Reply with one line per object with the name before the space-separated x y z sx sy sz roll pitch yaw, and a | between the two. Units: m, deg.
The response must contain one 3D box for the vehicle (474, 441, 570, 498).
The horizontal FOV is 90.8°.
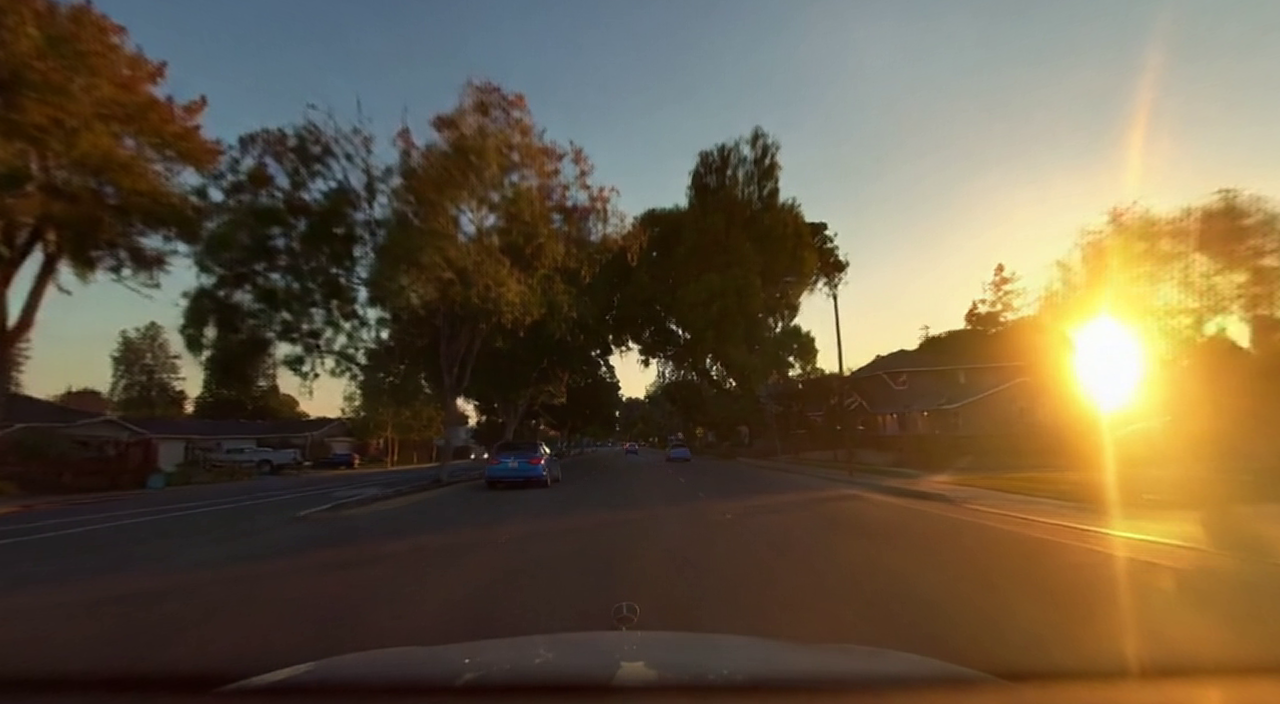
vehicle | -3.343 3.396 18.721 2.005 1.477 4.169 0 -8 0
